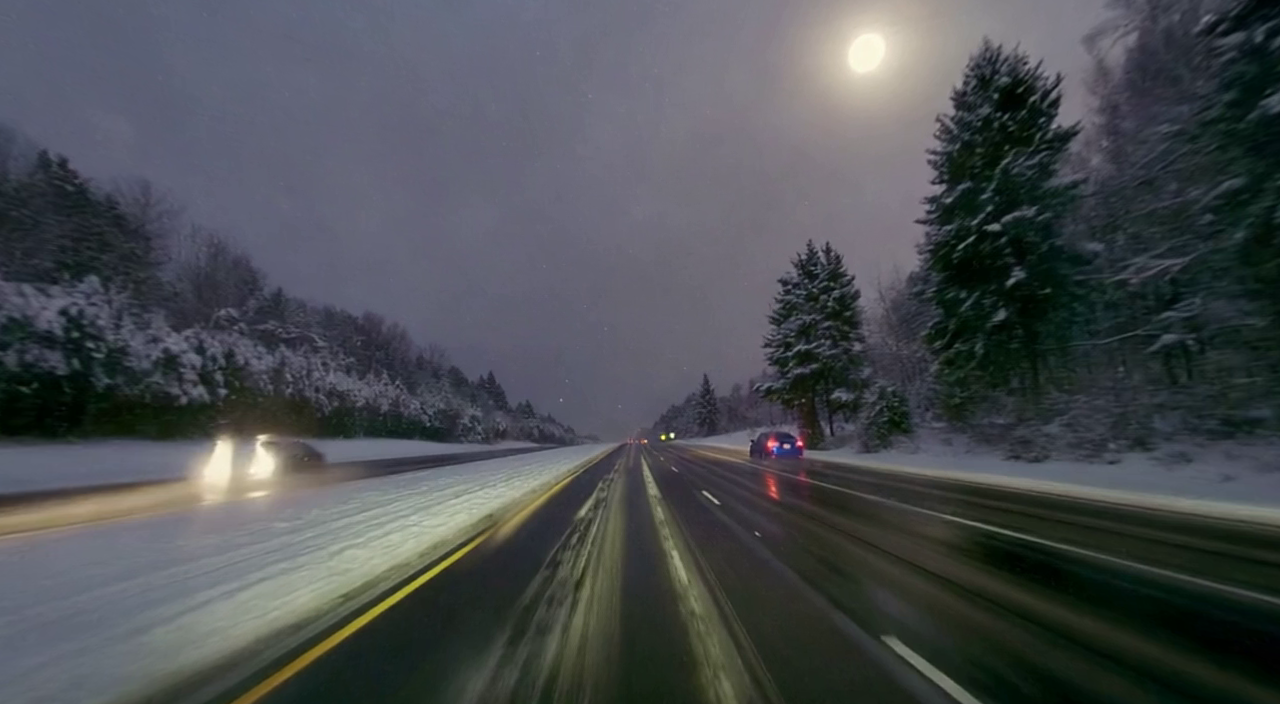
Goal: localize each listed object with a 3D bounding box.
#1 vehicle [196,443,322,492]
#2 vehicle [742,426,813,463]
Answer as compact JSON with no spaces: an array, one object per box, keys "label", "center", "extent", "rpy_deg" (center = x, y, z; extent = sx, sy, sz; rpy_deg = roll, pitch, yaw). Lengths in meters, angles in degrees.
[{"label":"vehicle","center":[-13.204,3.982,22.176],"extent":[1.912,1.520,4.057],"rpy_deg":[0,-8,-1]},{"label":"vehicle","center":[6.807,4.647,31.833],"extent":[2.273,1.698,4.863],"rpy_deg":[0,-8,-3]}]
